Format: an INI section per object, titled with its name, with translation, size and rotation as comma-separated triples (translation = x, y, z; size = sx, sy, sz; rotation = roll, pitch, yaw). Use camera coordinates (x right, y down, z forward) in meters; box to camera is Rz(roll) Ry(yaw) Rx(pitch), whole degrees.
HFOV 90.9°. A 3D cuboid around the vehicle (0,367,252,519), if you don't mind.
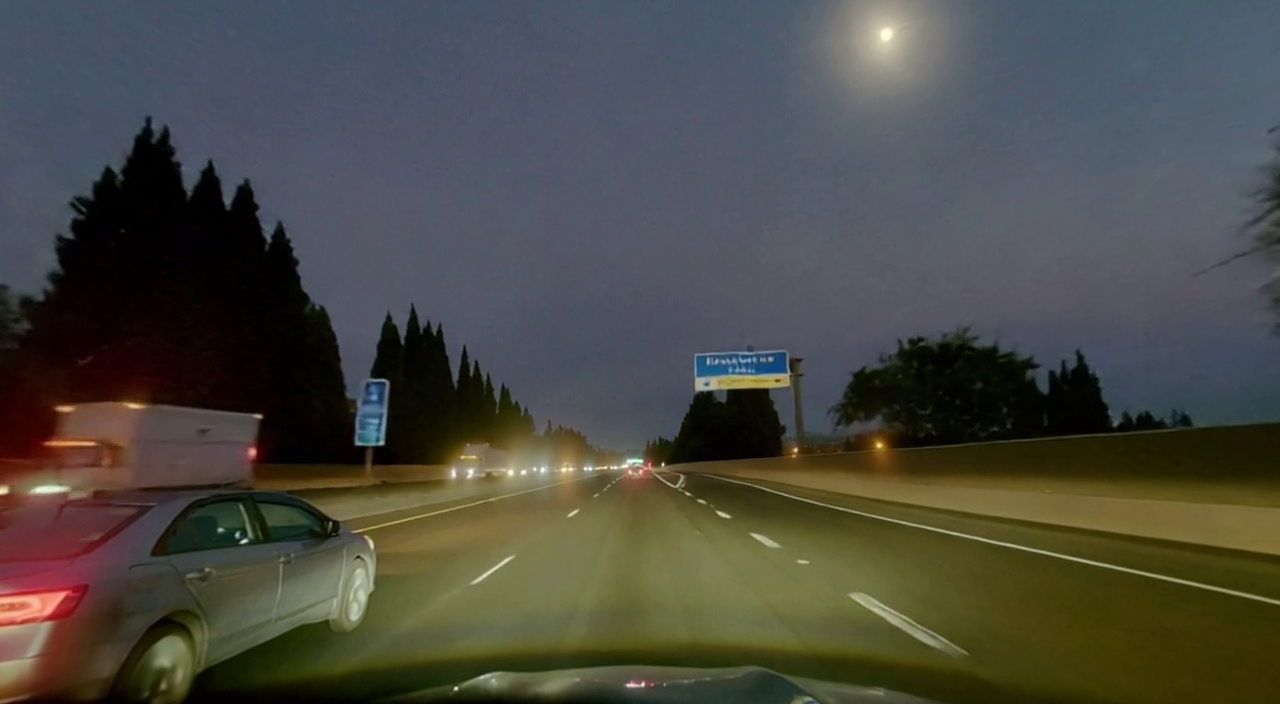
[vehicle]
translation = -17.122, 3.073, 20.405
size = 3.012, 3.794, 9.302
rotation = 1, -10, 0
